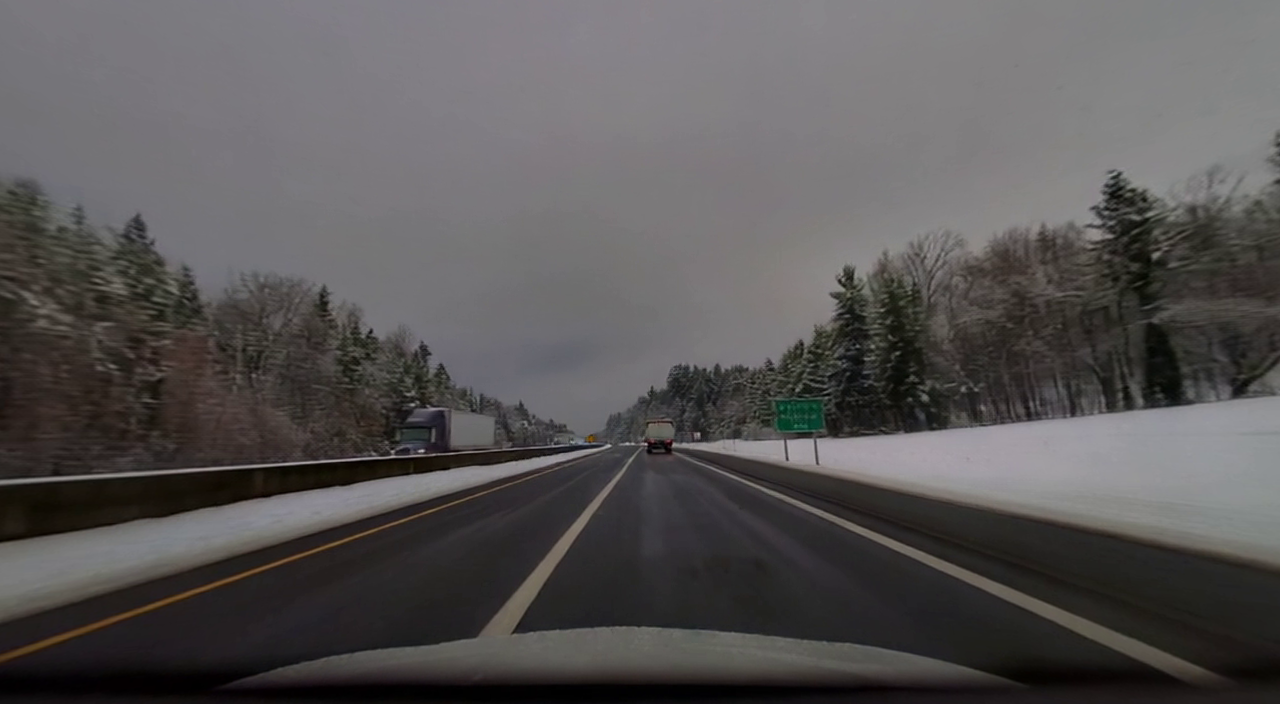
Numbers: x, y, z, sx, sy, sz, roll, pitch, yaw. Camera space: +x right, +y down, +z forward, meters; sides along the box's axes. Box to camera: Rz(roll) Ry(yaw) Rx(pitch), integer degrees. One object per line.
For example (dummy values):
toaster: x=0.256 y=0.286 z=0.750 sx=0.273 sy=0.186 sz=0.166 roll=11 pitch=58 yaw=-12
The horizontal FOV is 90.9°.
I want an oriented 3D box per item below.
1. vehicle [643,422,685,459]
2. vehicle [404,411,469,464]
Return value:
vehicle: x=1.533 y=5.908 z=42.274 sx=2.495 sy=2.327 sz=5.800 roll=0 pitch=-8 yaw=-1
vehicle: x=-15.659 y=6.629 z=48.906 sx=3.005 sy=3.785 sz=5.802 roll=0 pitch=-8 yaw=0
